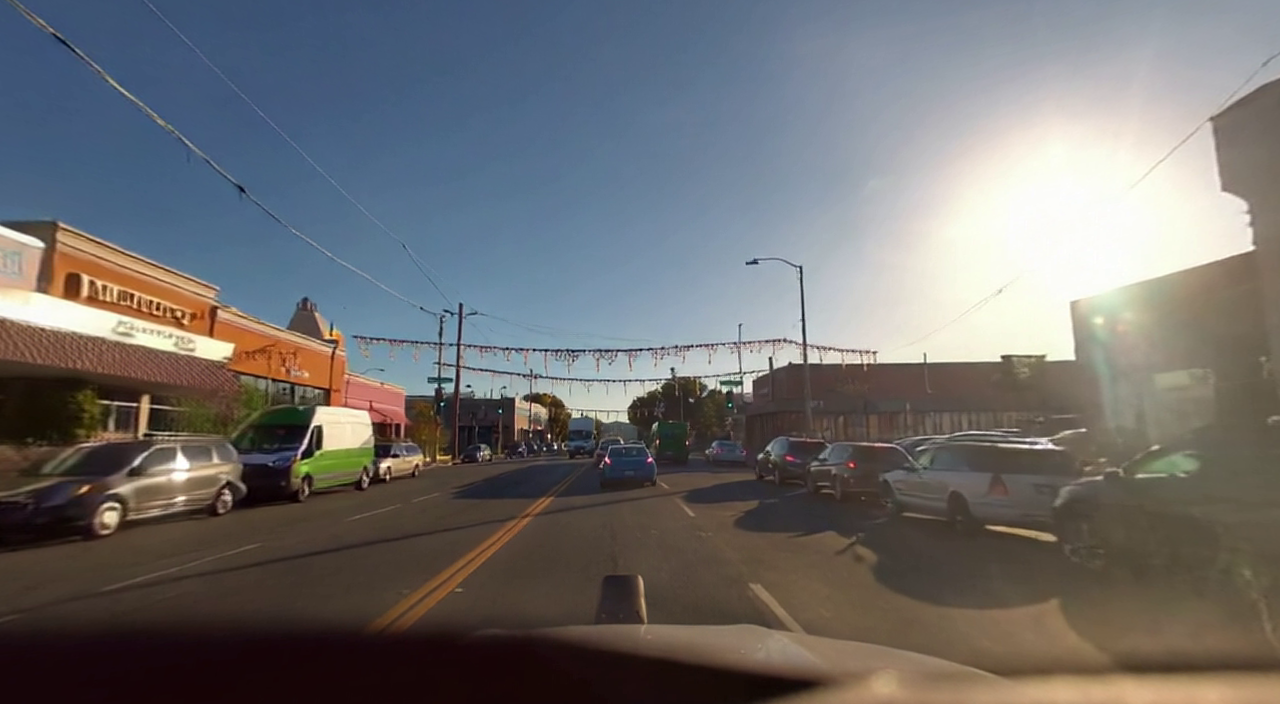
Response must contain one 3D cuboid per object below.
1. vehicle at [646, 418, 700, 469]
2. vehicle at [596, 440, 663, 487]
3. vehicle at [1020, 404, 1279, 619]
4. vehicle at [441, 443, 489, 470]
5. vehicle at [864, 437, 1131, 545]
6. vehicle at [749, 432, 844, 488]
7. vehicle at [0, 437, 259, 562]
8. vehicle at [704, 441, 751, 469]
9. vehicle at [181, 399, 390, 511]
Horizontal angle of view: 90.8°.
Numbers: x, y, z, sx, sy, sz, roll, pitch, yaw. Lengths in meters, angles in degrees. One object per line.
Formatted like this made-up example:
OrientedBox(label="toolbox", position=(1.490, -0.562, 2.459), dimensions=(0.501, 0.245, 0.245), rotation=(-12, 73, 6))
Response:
OrientedBox(label="vehicle", position=(1.727, 5.128, 35.375), dimensions=(2.649, 2.583, 5.800), rotation=(0, -8, -1))
OrientedBox(label="vehicle", position=(-0.411, 3.813, 22.035), dimensions=(2.112, 1.464, 4.411), rotation=(0, -8, -2))
OrientedBox(label="vehicle", position=(6.045, 1.434, 6.181), dimensions=(1.876, 1.692, 4.492), rotation=(0, -8, 1))
OrientedBox(label="vehicle", position=(-10.900, 6.512, 39.633), dimensions=(1.962, 1.529, 4.109), rotation=(1, -8, -2))
OrientedBox(label="vehicle", position=(5.752, 2.251, 10.998), dimensions=(2.012, 1.470, 4.394), rotation=(0, -8, -1))
OrientedBox(label="vehicle", position=(5.481, 3.852, 22.940), dimensions=(2.079, 1.788, 4.974), rotation=(0, -8, -1))
OrientedBox(label="vehicle", position=(-9.855, 2.467, 11.634), dimensions=(2.256, 1.722, 5.644), rotation=(0, -8, -2))
OrientedBox(label="vehicle", position=(4.953, 5.877, 36.277), dimensions=(1.824, 1.481, 4.057), rotation=(1, -8, -5))
OrientedBox(label="vehicle", position=(-9.858, 2.939, 18.454), dimensions=(2.724, 2.739, 5.663), rotation=(0, -8, 0))
